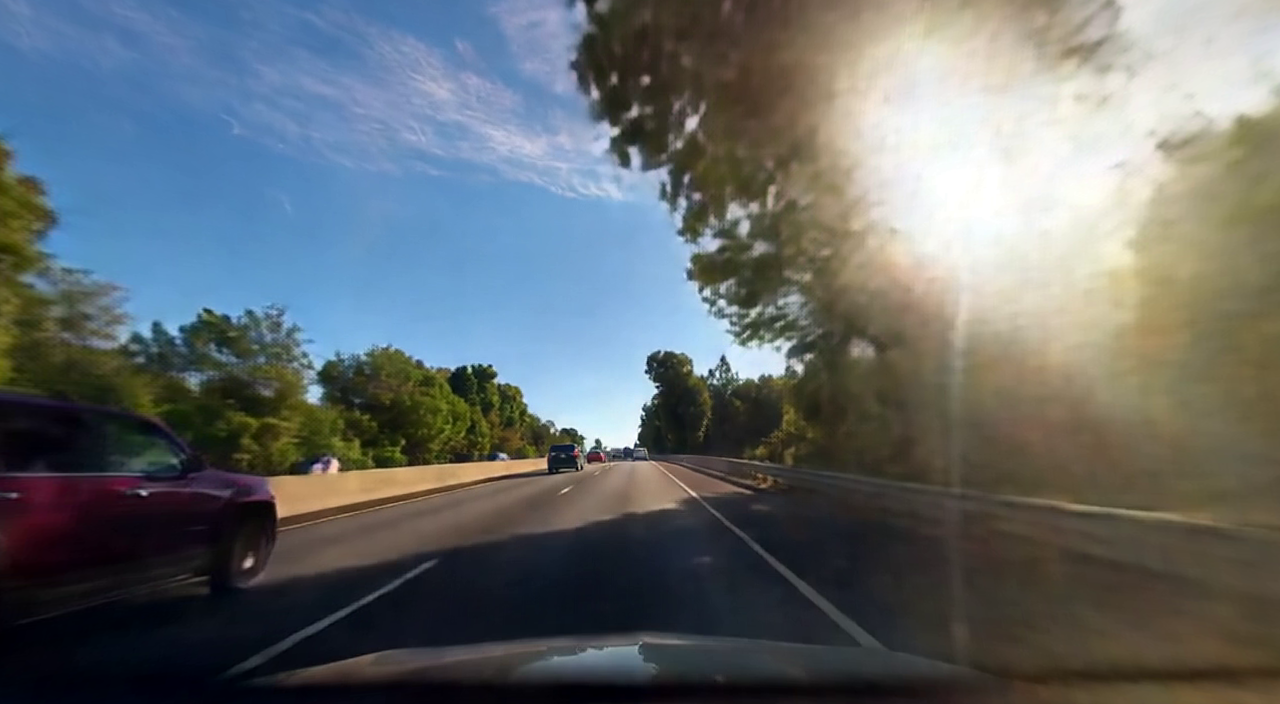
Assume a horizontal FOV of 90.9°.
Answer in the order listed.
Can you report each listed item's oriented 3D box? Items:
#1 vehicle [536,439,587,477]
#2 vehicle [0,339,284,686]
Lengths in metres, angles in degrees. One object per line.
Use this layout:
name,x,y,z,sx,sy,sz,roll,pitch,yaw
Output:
vehicle,-4.000,5.522,32.915,2.056,1.811,4.202,0,-9,1
vehicle,-4.670,0.967,3.922,2.102,1.941,4.703,0,-9,0
